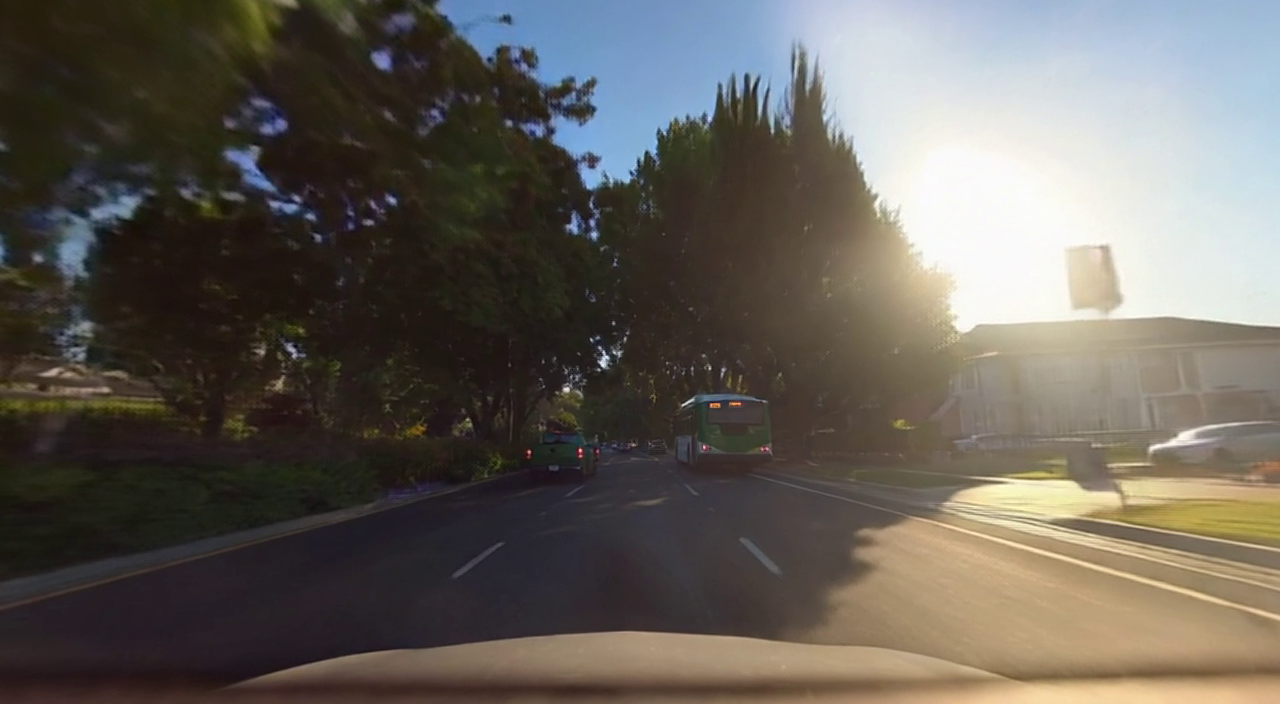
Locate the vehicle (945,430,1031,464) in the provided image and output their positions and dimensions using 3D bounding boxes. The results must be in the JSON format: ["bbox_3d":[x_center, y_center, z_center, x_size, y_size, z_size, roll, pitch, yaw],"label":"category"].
[{"bbox_3d":[16.545,4.584,30.264,1.797,1.455,4.342,-2,-9,3],"label":"vehicle"}]

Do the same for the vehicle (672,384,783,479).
[{"bbox_3d":[3.332,3.641,27.990,3.059,3.264,12.623,0,-8,0],"label":"vehicle"}]

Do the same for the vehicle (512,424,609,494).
[{"bbox_3d":[-2.255,3.225,19.424,2.074,1.849,5.137,-1,-8,3],"label":"vehicle"}]

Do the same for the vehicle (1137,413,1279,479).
[{"bbox_3d":[16.677,2.645,17.831,1.972,1.648,4.016,-1,-8,2],"label":"vehicle"}]

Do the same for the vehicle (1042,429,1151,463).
[{"bbox_3d":[21.843,4.546,30.429,1.905,1.481,4.731,-1,-8,3],"label":"vehicle"}]
